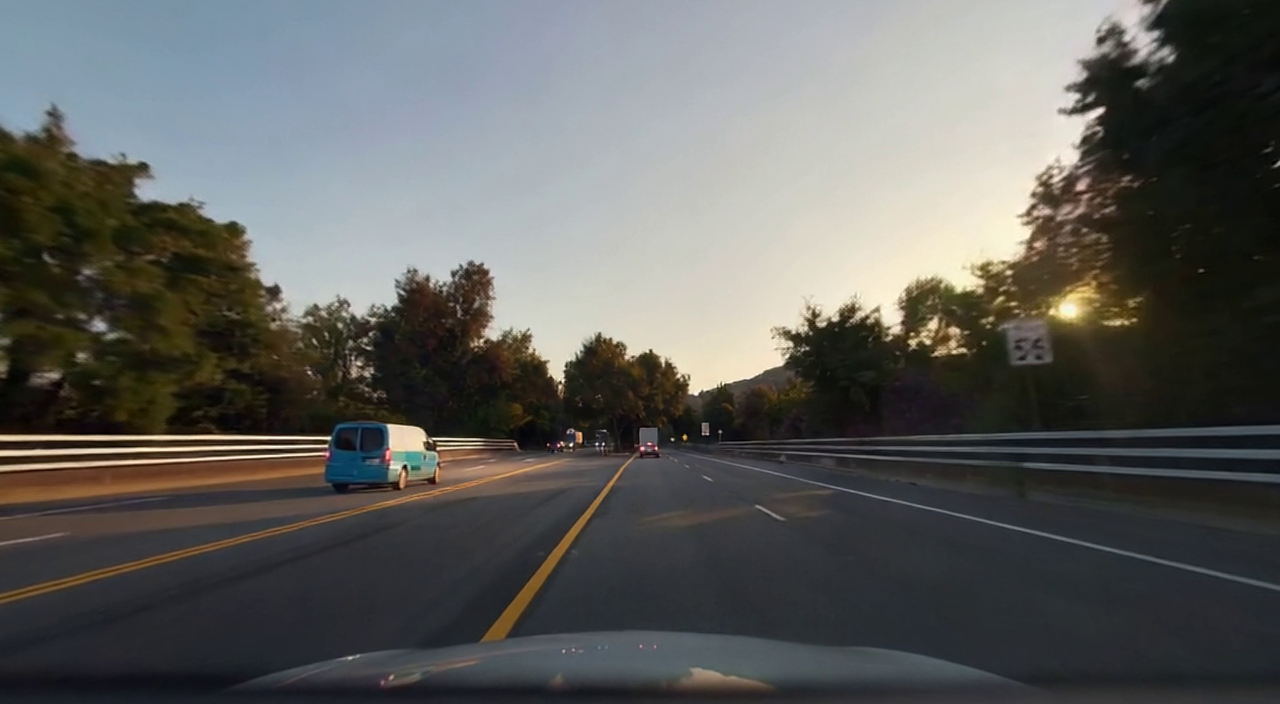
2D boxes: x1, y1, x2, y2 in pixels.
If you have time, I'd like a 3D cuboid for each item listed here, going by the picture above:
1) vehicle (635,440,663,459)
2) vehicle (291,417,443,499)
[{"bbox_3d":[0.688,7.564,48.912,2.061,1.469,3.782,0,-8,1],"label":"vehicle"},{"bbox_3d":[-7.095,2.806,16.977,2.068,1.897,4.372,0,-8,1],"label":"vehicle"}]
